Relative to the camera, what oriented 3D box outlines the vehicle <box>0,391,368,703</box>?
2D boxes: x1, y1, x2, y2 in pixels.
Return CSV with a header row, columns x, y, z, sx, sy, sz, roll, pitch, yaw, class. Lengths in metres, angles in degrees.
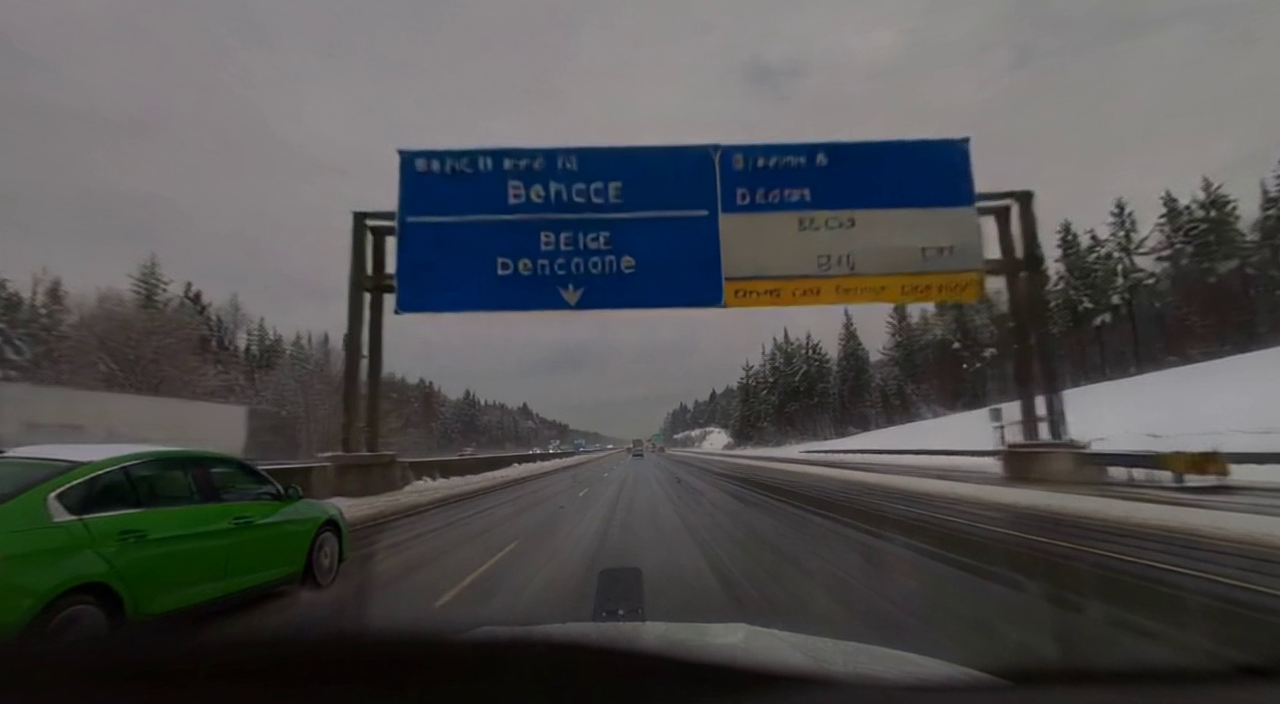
x,y,z,sx,sy,sz,roll,pitch,yaw,class
-3.399,1.035,3.016,2.180,1.537,4.459,0,-9,0,vehicle
